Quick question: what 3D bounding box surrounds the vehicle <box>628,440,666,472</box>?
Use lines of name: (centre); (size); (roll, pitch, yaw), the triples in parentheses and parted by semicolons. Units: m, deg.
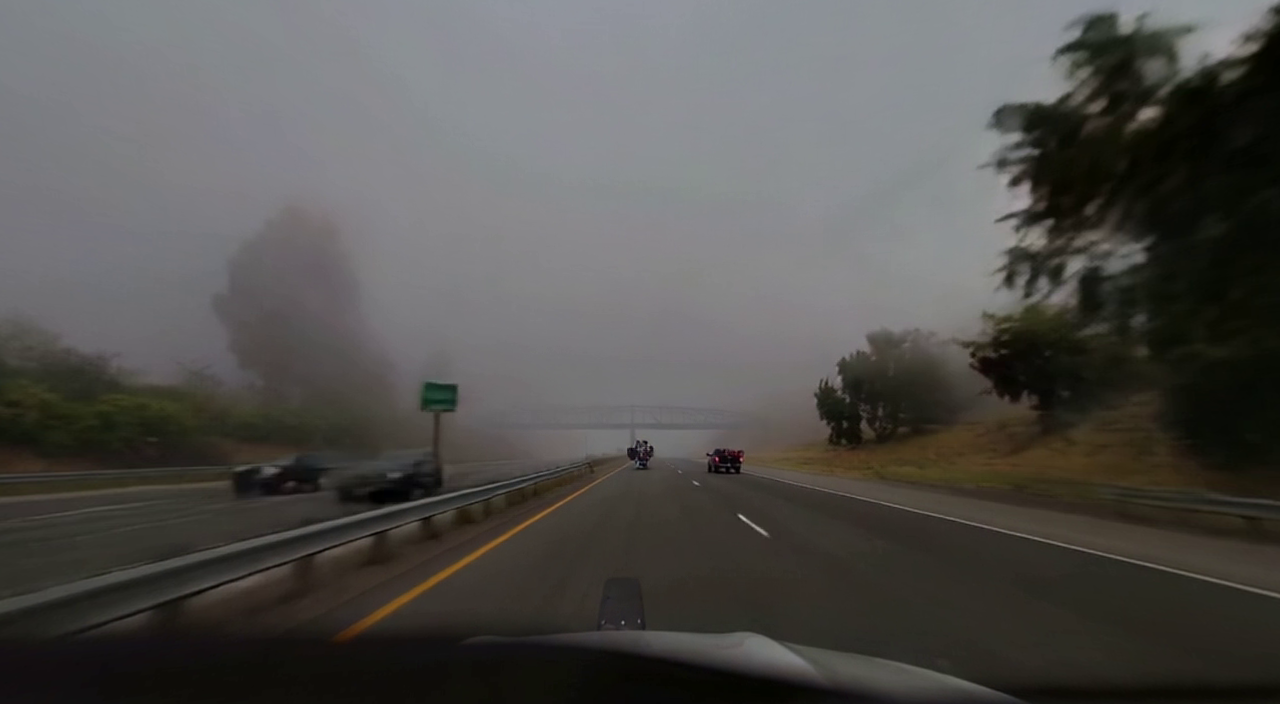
vehicle: (0.513, 6.909, 42.053); (2.369, 1.948, 5.343); (0, -9, 2)

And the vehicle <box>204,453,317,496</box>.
vehicle: (-15.115, 4.886, 25.429); (1.874, 1.535, 4.265); (0, -9, 0)

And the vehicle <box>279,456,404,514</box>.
vehicle: (-8.634, 3.840, 18.607); (1.840, 1.482, 3.574); (0, -9, 1)

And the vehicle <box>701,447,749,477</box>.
vehicle: (4.614, 6.069, 35.037); (1.988, 1.505, 4.958); (0, -9, 0)
